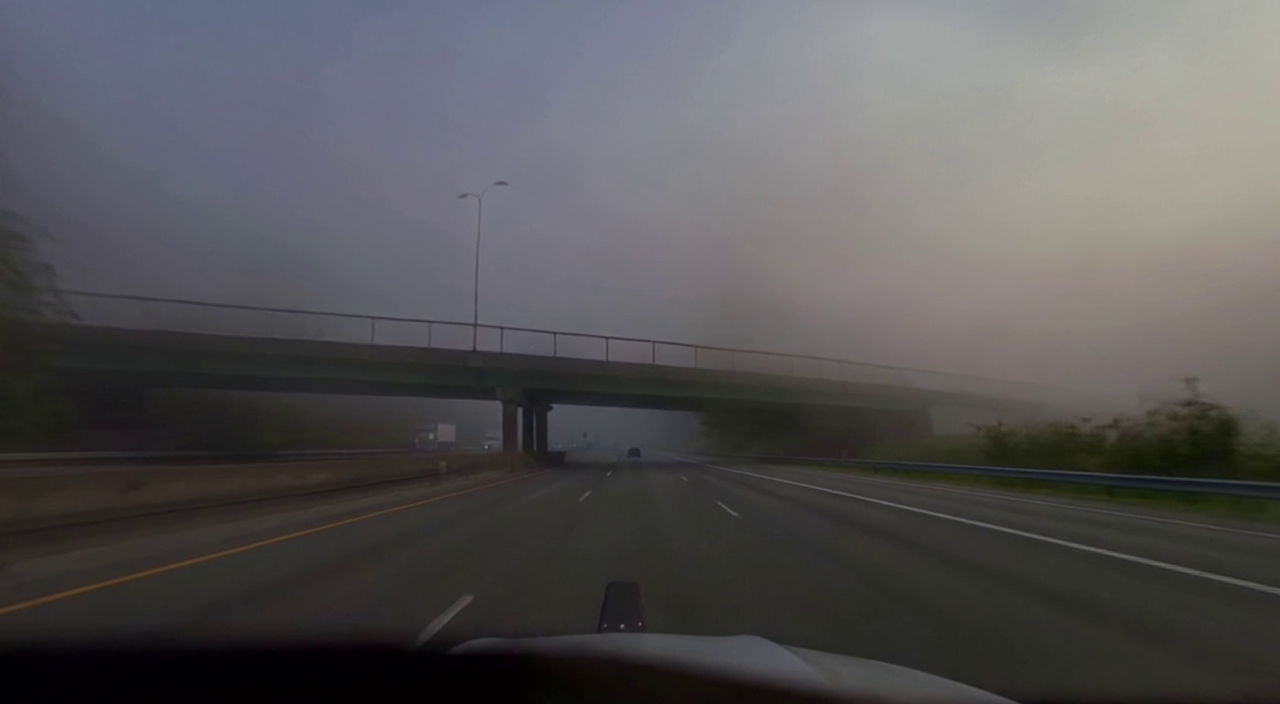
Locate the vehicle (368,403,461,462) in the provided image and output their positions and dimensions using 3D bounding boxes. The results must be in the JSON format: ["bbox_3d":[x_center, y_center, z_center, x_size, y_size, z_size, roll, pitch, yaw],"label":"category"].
[{"bbox_3d":[-16.109,6.014,46.098,2.985,3.790,10.161,0,-9,0],"label":"vehicle"}]
